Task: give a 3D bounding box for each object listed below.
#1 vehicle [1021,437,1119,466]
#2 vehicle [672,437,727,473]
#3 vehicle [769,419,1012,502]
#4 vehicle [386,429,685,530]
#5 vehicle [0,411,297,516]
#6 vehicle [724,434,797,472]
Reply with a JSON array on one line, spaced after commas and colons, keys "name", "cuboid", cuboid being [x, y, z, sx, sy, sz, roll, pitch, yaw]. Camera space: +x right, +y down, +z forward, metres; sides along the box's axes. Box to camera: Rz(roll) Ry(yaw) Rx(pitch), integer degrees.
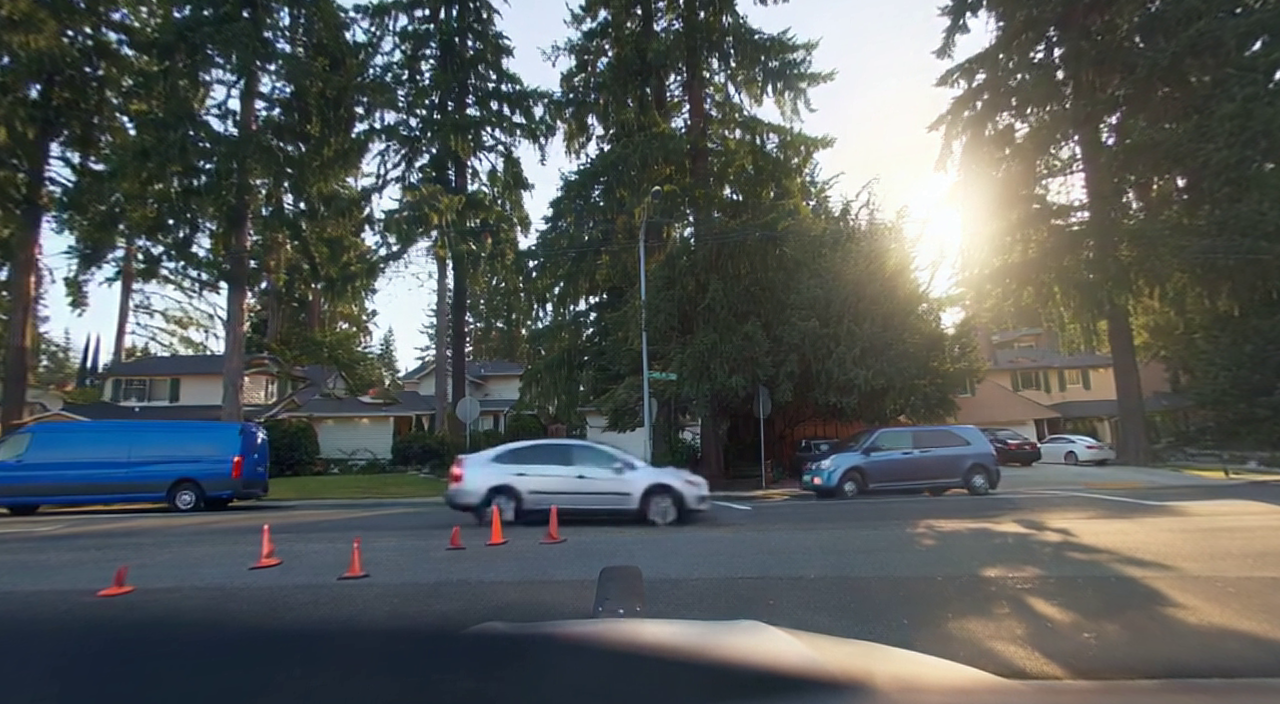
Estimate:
[{"name": "vehicle", "cuboid": [22.657, 5.255, 33.375, 3.863, 1.453, 1.826, 1, -8, -4]}, {"name": "vehicle", "cuboid": [2.577, 4.582, 28.318, 1.745, 1.461, 4.074, 1, -9, -5]}, {"name": "vehicle", "cuboid": [5.968, 2.621, 15.492, 5.047, 1.851, 2.103, 1, -9, -6]}, {"name": "vehicle", "cuboid": [-1.674, 2.171, 11.107, 4.684, 1.556, 2.087, 0, -8, -3]}, {"name": "vehicle", "cuboid": [-14.135, 3.079, 17.223, 7.824, 2.323, 2.863, -2, -10, -3]}, {"name": "vehicle", "cuboid": [5.275, 4.498, 28.301, 2.007, 1.555, 4.204, 1, -9, -7]}]
